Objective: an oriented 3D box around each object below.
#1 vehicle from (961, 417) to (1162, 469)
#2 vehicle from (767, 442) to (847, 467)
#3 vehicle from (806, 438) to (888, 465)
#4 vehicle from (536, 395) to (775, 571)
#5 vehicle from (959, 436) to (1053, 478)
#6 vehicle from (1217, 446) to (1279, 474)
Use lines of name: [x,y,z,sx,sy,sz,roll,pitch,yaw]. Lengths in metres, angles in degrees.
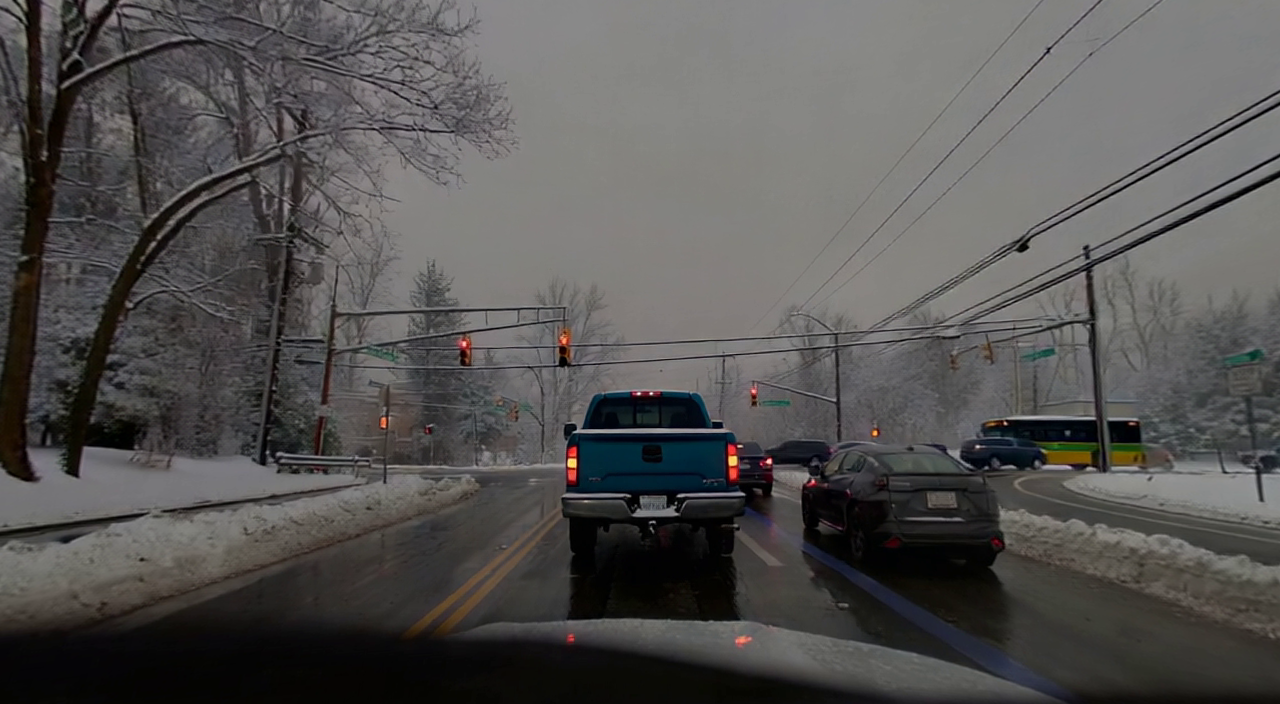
vehicle: [27.328,5.941,41.365,10.726,3.128,3.003,-1,-8,1]
vehicle: [10.834,6.662,41.197,4.578,1.490,1.935,0,-8,-2]
vehicle: [14.924,7.216,45.785,5.235,1.878,2.107,-1,-8,4]
vehicle: [0.124,1.889,10.014,2.707,1.964,5.485,0,-8,-1]
vehicle: [14.590,4.122,25.085,2.060,1.496,4.520,-9,-12,44]
vehicle: [41.382,7.001,41.262,5.426,1.728,1.999,0,-8,-2]
